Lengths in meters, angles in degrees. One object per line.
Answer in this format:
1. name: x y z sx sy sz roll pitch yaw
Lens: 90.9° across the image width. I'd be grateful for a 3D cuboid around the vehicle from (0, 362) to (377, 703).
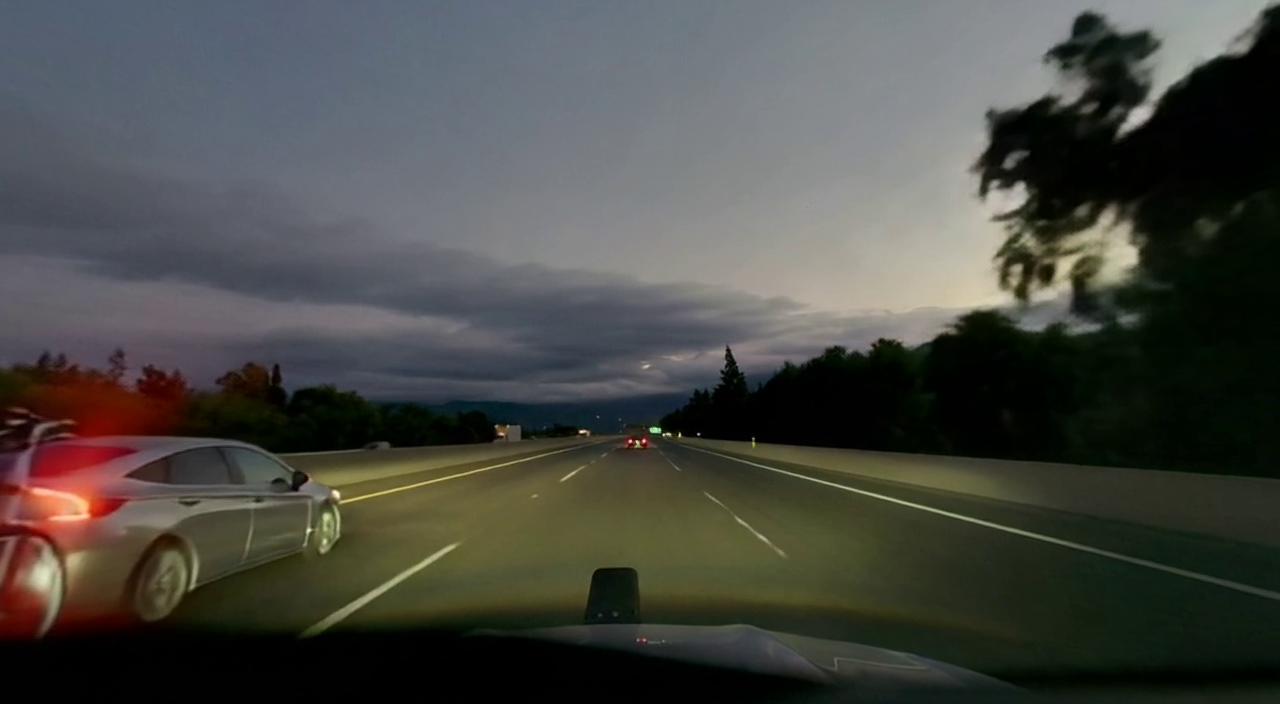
1. vehicle: -4.028 1.151 4.945 2.064 1.647 4.381 0 -8 -1
